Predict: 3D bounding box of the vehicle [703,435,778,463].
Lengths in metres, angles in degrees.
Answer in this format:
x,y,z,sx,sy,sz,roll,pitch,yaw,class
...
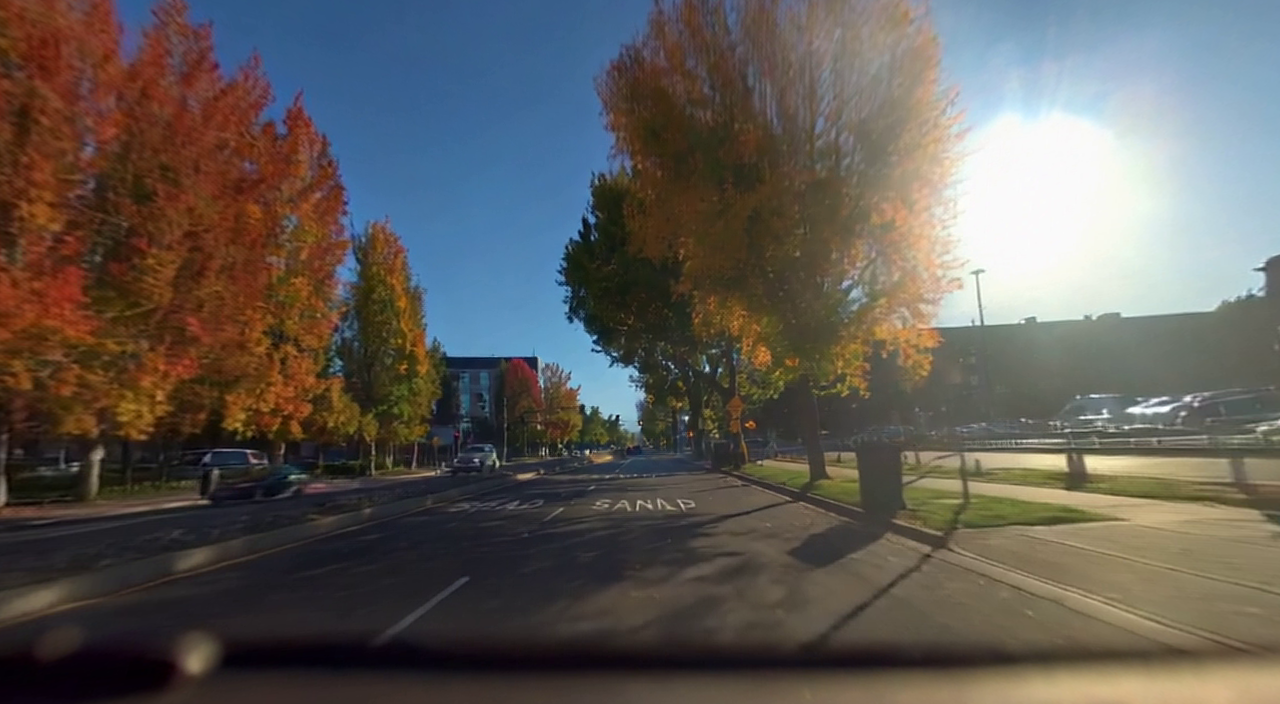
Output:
x,y,z,sx,sy,sz,roll,pitch,yaw,class
7.522,7.309,47.428,5.336,2.006,2.022,0,-8,0,vehicle

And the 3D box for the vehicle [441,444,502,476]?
x,y,z,sx,sy,sz,roll,pitch,yaw,class
-10.399,6.653,39.169,2.196,1.829,5.389,0,-8,1,vehicle

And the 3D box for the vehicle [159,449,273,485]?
x,y,z,sx,sy,sz,roll,pitch,yaw,class
-25.038,6.784,37.214,5.144,1.980,2.262,-1,-9,4,vehicle

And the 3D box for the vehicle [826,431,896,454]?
x,y,z,sx,sy,sz,roll,pitch,yaw,class
16.561,6.813,47.257,4.474,1.698,2.088,0,-8,1,vehicle
